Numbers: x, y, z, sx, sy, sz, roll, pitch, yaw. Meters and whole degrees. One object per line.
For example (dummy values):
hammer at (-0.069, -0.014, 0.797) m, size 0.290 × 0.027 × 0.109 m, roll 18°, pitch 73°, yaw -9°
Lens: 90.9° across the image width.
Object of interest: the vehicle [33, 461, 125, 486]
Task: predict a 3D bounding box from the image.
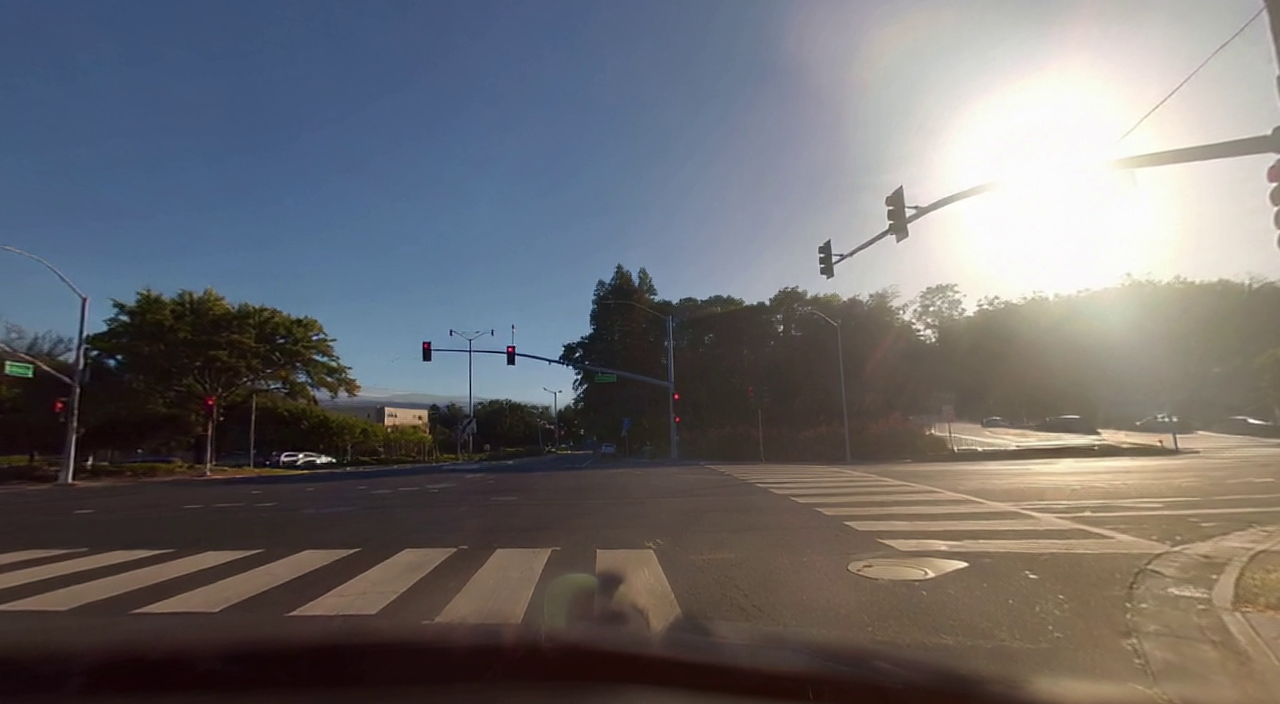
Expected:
vehicle at (-36.146, 7.831, 40.651) m, size 4.241 × 1.413 × 1.673 m, roll -1°, pitch -8°, yaw -1°

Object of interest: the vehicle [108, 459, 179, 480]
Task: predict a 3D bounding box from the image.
vehicle at (-35.898, 8.508, 45.645) m, size 3.681 × 1.423 × 1.680 m, roll 0°, pitch -8°, yaw -1°
